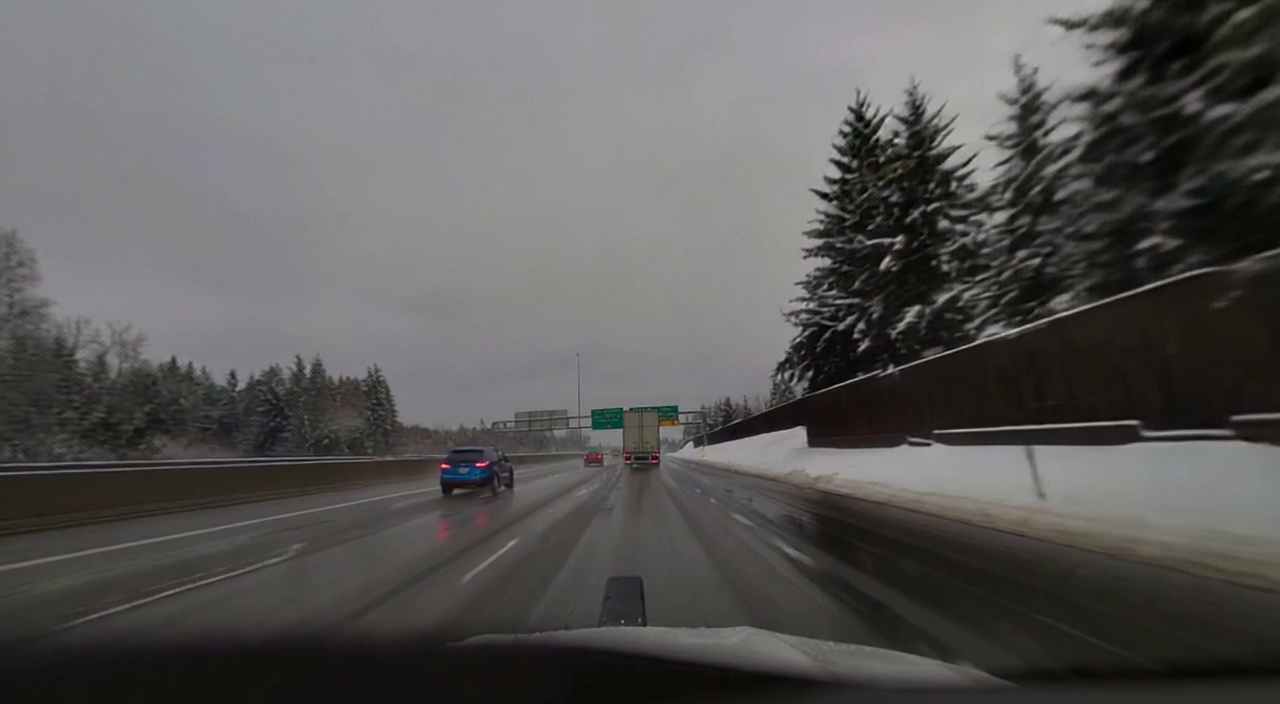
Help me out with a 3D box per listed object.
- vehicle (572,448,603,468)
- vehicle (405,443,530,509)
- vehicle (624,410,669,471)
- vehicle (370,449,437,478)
[{"bbox_3d":[-4.071,8.235,49.159,1.974,1.531,4.429,0,-9,1],"label":"vehicle"},{"bbox_3d":[-4.387,3.214,16.875,1.977,1.478,4.702,0,-9,0],"label":"vehicle"},{"bbox_3d":[0.491,6.768,47.807,2.980,4.051,10.359,0,-9,1],"label":"vehicle"},{"bbox_3d":[-12.884,6.071,34.620,1.992,1.498,4.289,0,-9,0],"label":"vehicle"}]
